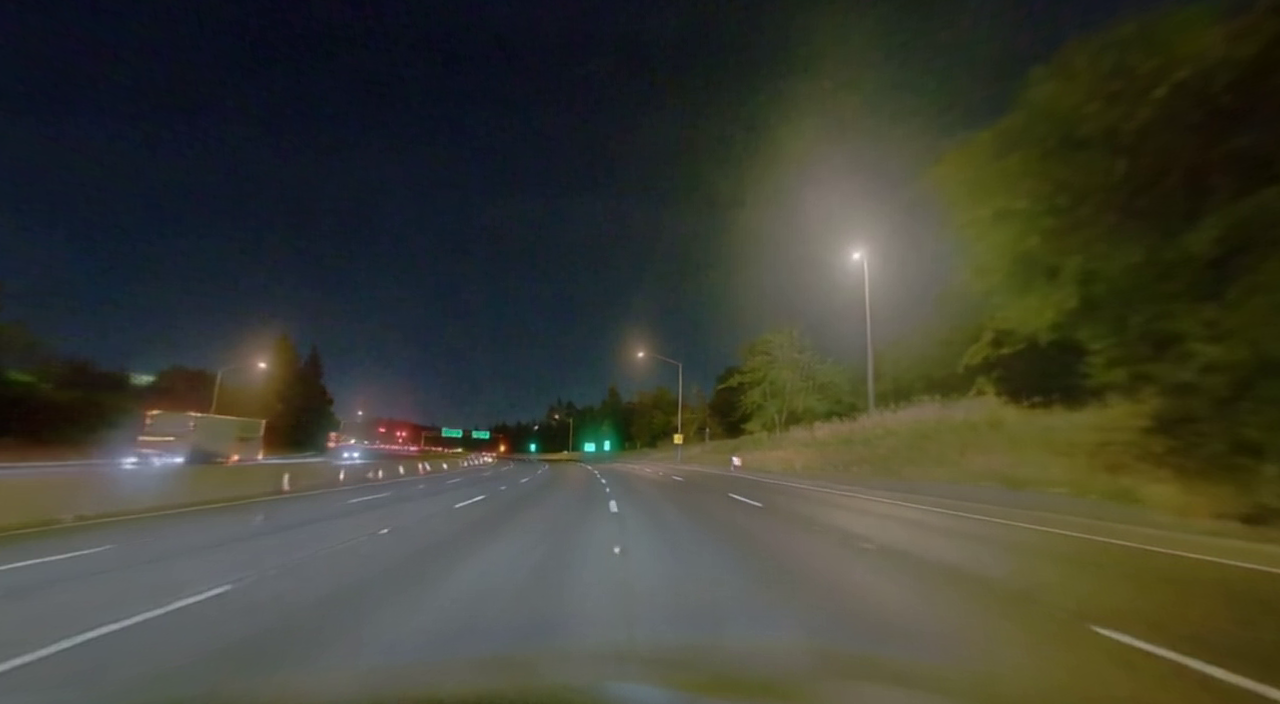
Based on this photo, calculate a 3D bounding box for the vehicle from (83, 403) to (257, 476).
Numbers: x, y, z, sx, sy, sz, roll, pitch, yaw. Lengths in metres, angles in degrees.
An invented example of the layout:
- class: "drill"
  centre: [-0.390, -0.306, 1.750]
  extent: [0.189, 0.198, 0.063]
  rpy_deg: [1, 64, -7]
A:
- class: "vehicle"
  centre: [-24.388, 4.732, 33.532]
  extent: [3.030, 3.342, 8.736]
  rpy_deg: [0, -9, -4]
